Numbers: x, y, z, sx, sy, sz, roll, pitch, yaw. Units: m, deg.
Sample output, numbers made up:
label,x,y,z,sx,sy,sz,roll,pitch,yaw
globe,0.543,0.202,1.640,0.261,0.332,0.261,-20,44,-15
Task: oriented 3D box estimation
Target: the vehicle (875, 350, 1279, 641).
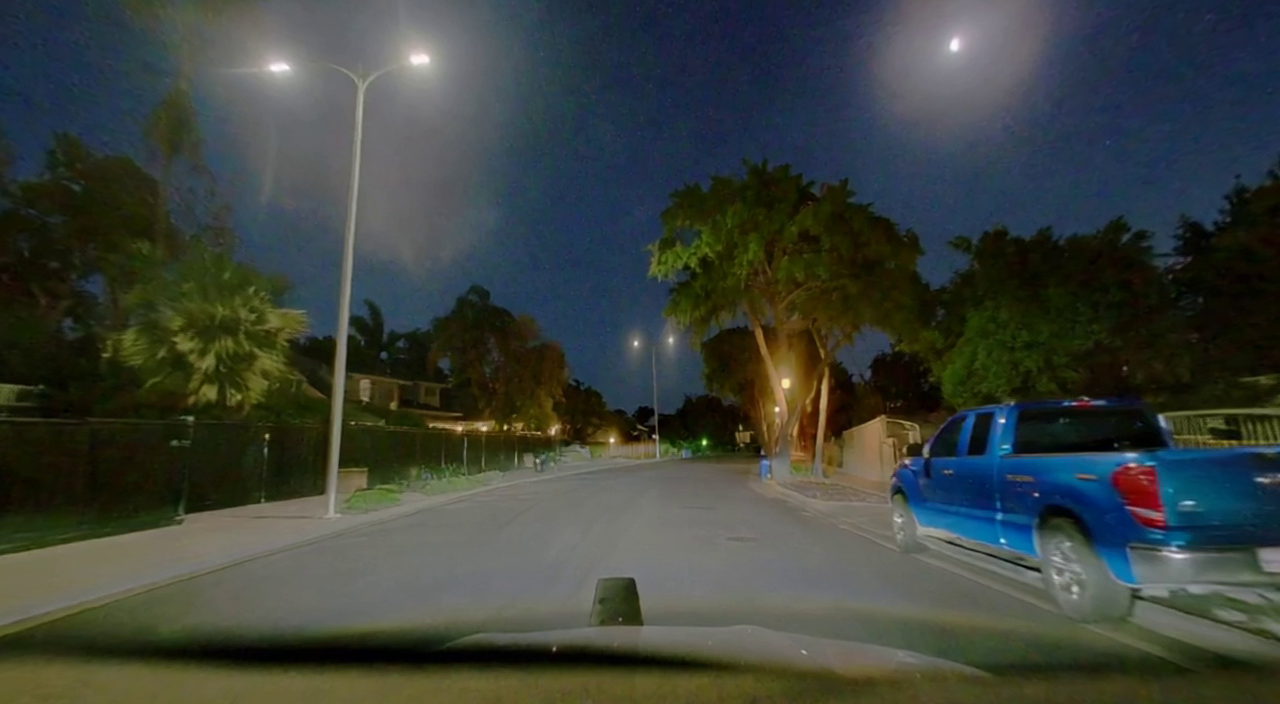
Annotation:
label,x,y,z,sx,sy,sz,roll,pitch,yaw
vehicle,4.750,1.394,7.210,2.467,2.034,5.470,-1,-8,5
